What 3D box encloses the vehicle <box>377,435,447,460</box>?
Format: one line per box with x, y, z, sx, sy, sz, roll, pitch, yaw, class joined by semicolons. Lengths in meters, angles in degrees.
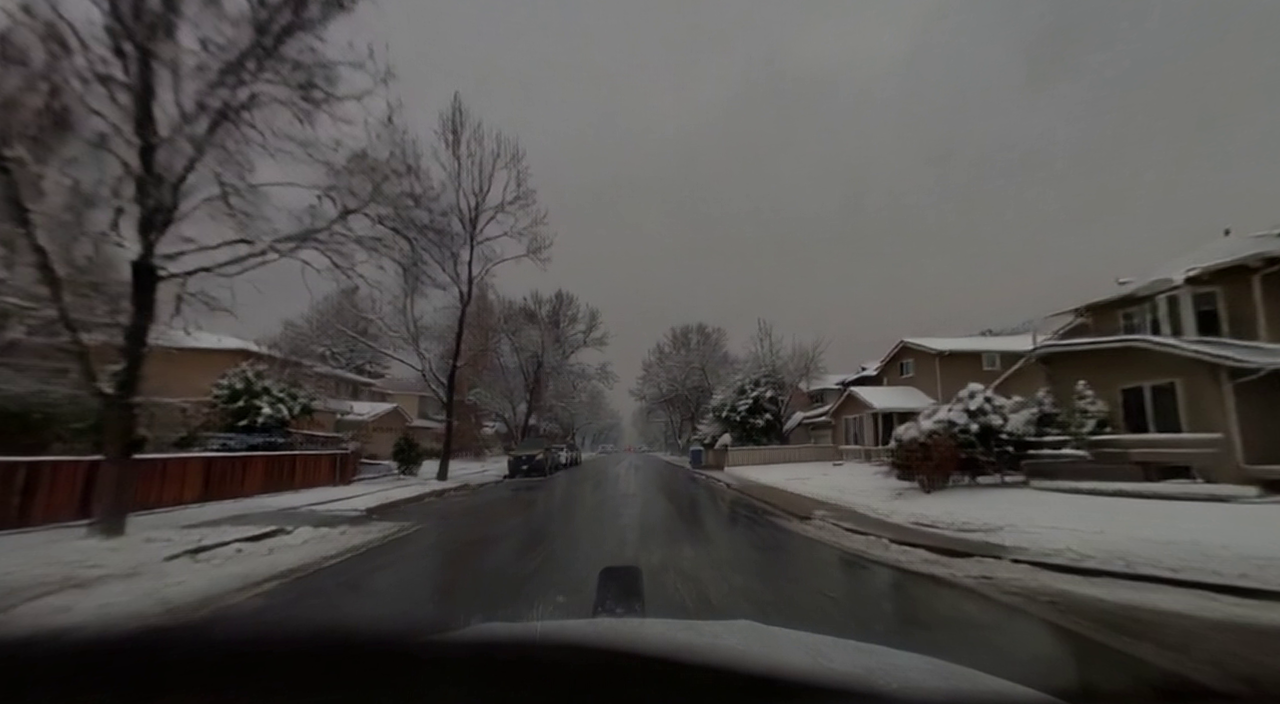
-17.340;7.233;48.104;4.546;1.791;1.992;0;-7;-1;vehicle

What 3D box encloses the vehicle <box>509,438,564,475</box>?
-5.784;5.952;36.221;2.341;1.886;5.684;1;-9;-2;vehicle
